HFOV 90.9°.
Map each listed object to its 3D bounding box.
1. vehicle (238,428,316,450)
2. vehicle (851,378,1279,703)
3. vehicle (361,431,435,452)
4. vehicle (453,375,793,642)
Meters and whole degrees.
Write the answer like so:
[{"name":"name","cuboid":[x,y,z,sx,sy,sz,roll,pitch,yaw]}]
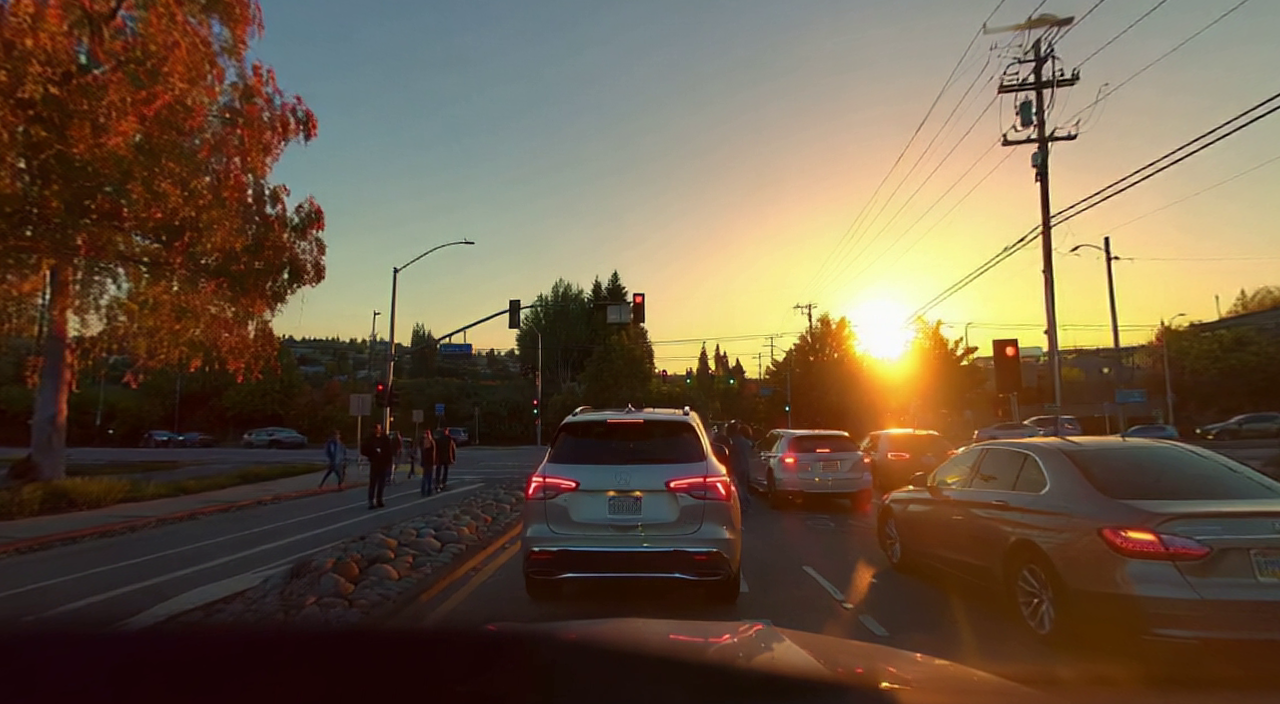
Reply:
[{"name":"vehicle","cuboid":[-27.127,6.527,47.209,4.587,1.639,1.878,0,-8,1]},{"name":"vehicle","cuboid":[3.561,1.298,5.557,1.948,1.677,4.437,0,-8,1]},{"name":"vehicle","cuboid":[-17.754,6.562,46.367,4.607,1.478,1.995,0,-8,0]},{"name":"vehicle","cuboid":[-0.159,1.368,6.536,2.271,1.786,4.443,0,-8,-1]}]
